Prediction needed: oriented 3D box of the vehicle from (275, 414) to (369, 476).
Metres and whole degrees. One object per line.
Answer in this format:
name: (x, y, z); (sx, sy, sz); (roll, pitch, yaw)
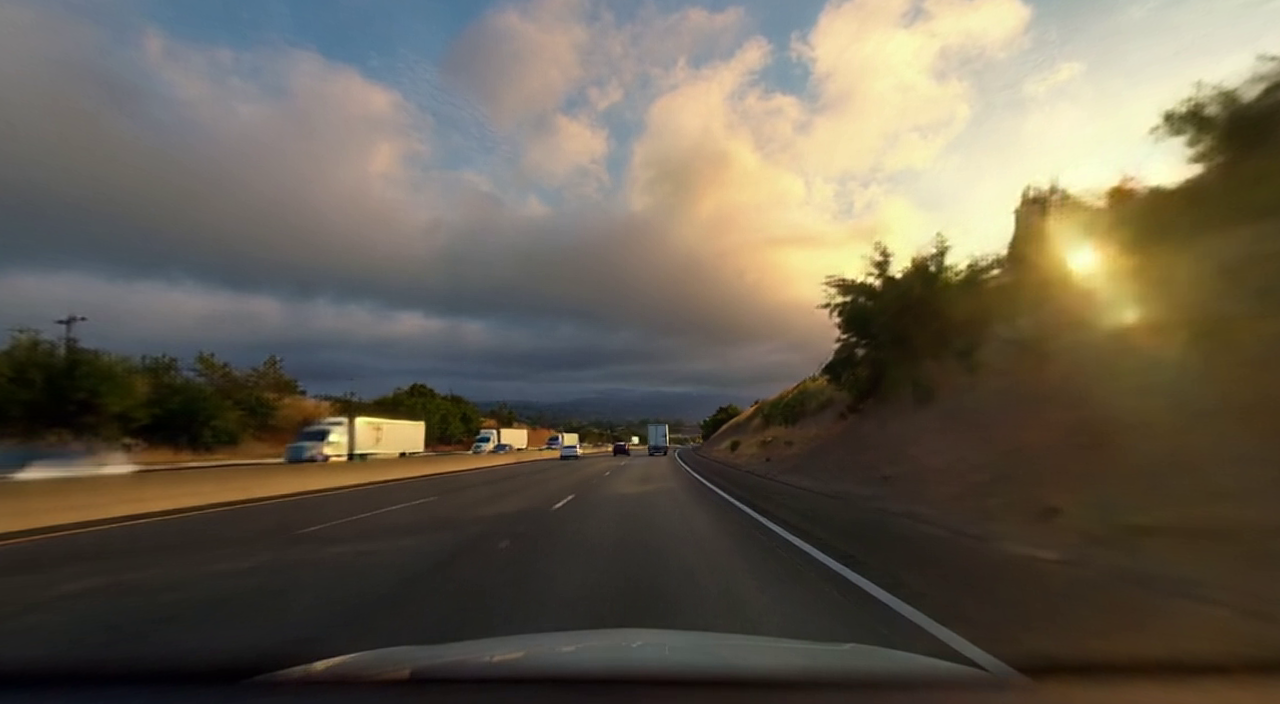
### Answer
vehicle: (-21.874, 6.474, 43.853); (3.121, 3.950, 5.935); (-1, -9, 2)
